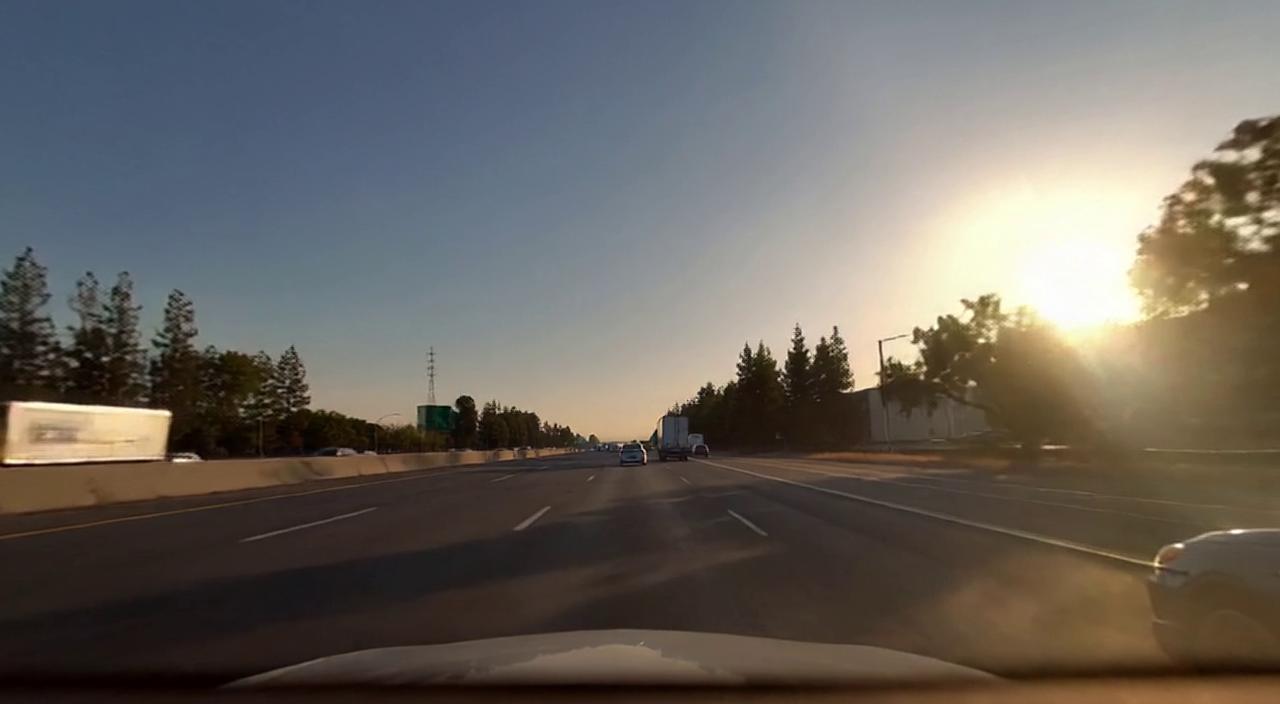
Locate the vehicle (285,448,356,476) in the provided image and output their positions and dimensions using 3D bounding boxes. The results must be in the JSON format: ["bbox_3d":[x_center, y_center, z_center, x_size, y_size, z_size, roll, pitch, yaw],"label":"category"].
[{"bbox_3d":[-18.822,6.448,37.450,1.889,1.525,4.375,0,-8,0],"label":"vehicle"}]

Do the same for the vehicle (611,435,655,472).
[{"bbox_3d":[-0.416,5.688,35.685,2.297,1.912,4.355,0,-8,-1],"label":"vehicle"}]

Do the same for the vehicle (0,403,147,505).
[{"bbox_3d":[-17.887,2.887,18.002,2.255,2.648,6.640,0,-8,0],"label":"vehicle"}]

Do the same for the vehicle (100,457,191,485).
[{"bbox_3d":[-29.677,7.147,38.110,1.790,1.448,4.697,0,-8,-1],"label":"vehicle"}]

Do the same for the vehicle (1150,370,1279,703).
[{"bbox_3d":[3.527,0.635,0.894,1.950,1.596,4.326,0,-8,0],"label":"vehicle"}]
